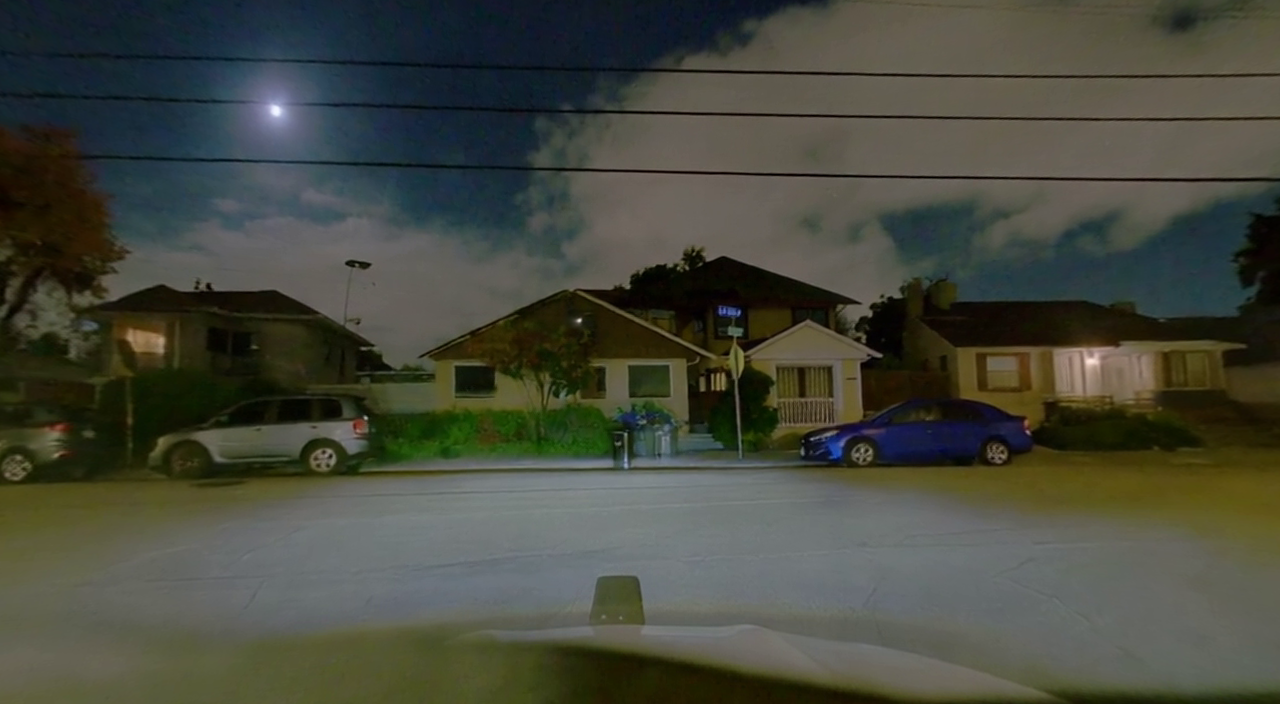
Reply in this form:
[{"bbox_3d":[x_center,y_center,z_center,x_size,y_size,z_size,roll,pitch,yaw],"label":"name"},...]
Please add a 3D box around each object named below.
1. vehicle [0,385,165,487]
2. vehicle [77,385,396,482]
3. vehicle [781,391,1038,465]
[{"bbox_3d":[-12.451,1.700,12.678,4.259,1.878,1.842,0,-8,-1],"label":"vehicle"},{"bbox_3d":[-7.714,1.608,12.531,4.943,1.731,1.877,0,-8,-2],"label":"vehicle"},{"bbox_3d":[5.376,1.574,13.030,4.469,1.391,1.746,0,-8,-2],"label":"vehicle"}]
